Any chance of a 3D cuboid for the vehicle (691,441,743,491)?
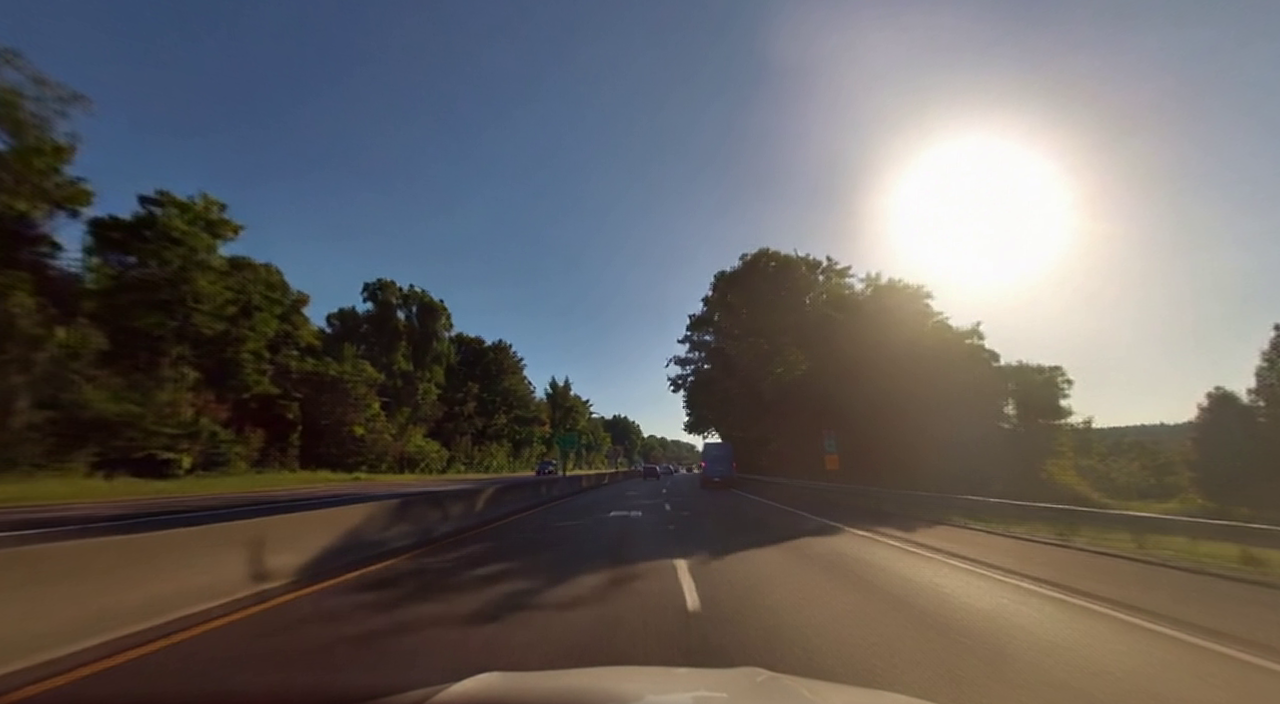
[{"bbox_3d":[4.278,6.571,36.180,2.366,2.595,5.793,0,-11,1],"label":"vehicle"}]
